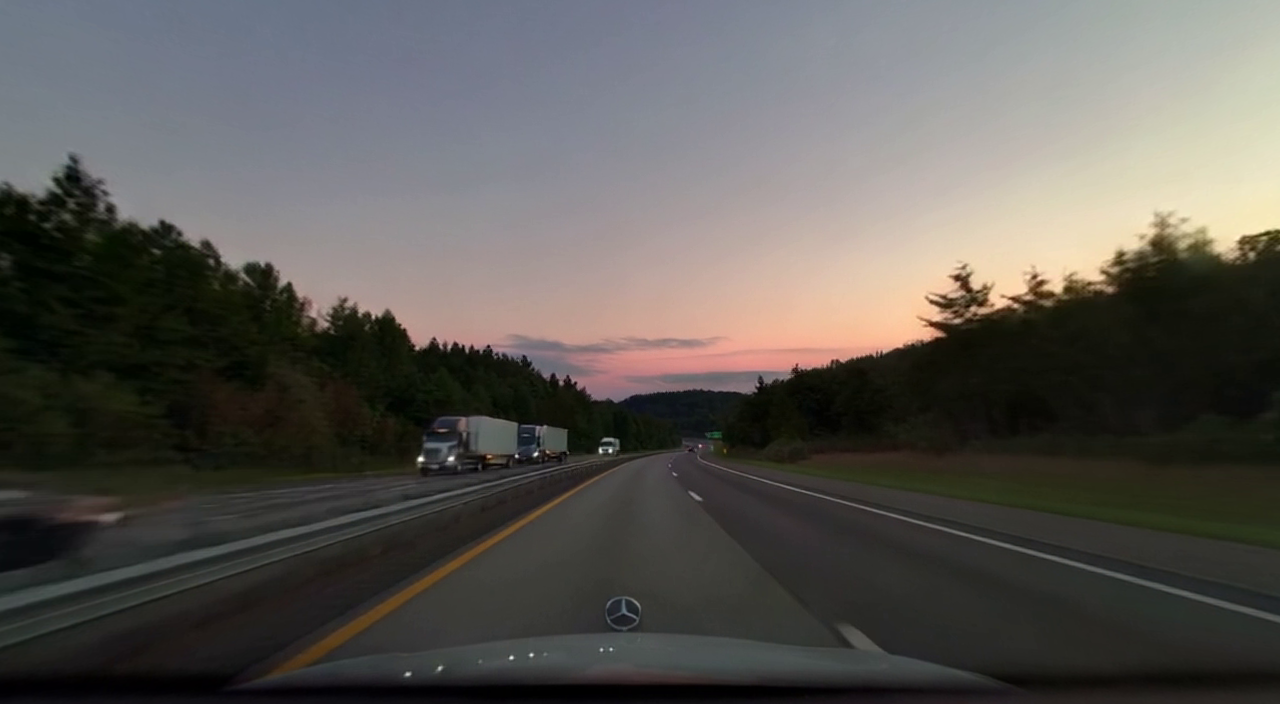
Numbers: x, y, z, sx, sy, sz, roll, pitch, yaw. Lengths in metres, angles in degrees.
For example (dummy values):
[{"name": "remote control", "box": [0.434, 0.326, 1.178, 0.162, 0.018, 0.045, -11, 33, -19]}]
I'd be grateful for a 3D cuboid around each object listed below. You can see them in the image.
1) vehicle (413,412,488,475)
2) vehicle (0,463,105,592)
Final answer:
[{"name": "vehicle", "box": [-12.419, 6.135, 42.019, 3.000, 3.861, 5.713, 0, -9, 2]}, {"name": "vehicle", "box": [-8.472, 1.938, 6.505, 1.933, 1.464, 4.506, 0, -9, 0]}]
